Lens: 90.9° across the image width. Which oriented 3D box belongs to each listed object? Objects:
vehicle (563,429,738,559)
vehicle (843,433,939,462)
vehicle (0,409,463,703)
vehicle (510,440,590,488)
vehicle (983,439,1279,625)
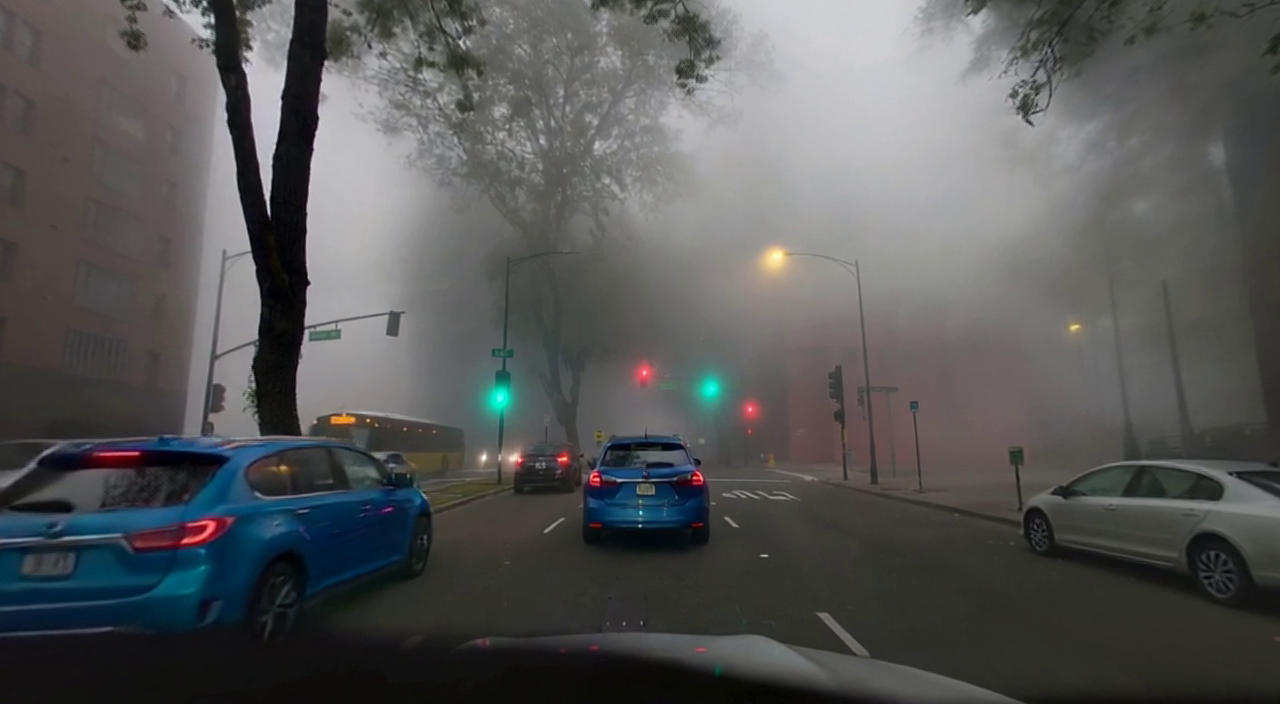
[{"bbox_3d":[0.088,1.914,9.131,2.022,1.481,3.564,0,-9,-1],"label":"vehicle"},{"bbox_3d":[16.445,6.283,41.502,5.345,1.811,2.175,0,-9,-1],"label":"vehicle"},{"bbox_3d":[-3.115,1.366,5.261,1.970,1.492,4.534,0,-9,0],"label":"vehicle"},{"bbox_3d":[-3.009,3.847,22.027,2.131,1.486,4.089,0,-9,1],"label":"vehicle"},{"bbox_3d":[5.984,1.710,6.895,1.873,1.453,4.579,0,-9,0],"label":"vehicle"}]
